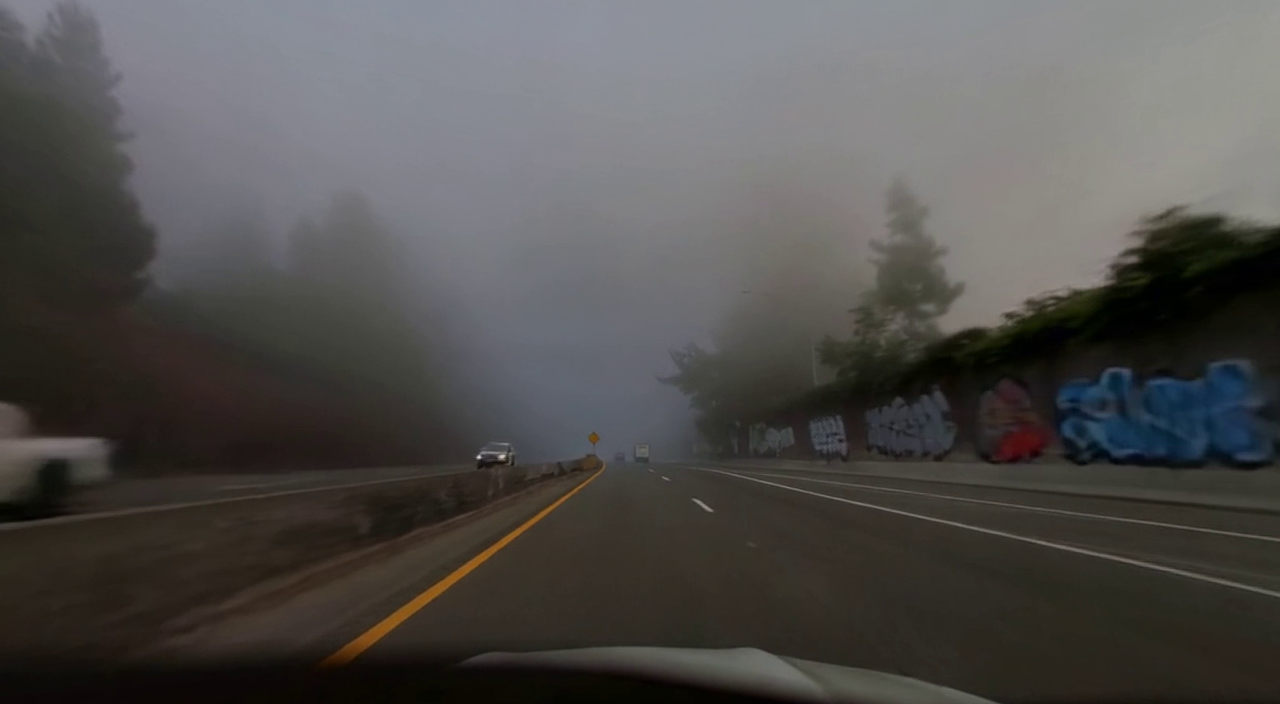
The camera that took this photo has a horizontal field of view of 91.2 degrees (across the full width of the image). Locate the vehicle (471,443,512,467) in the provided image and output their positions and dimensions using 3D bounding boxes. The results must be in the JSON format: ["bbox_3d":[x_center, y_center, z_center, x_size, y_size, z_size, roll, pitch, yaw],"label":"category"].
[{"bbox_3d":[-9.995,6.979,42.519,1.834,1.482,3.947,0,-9,0],"label":"vehicle"}]
